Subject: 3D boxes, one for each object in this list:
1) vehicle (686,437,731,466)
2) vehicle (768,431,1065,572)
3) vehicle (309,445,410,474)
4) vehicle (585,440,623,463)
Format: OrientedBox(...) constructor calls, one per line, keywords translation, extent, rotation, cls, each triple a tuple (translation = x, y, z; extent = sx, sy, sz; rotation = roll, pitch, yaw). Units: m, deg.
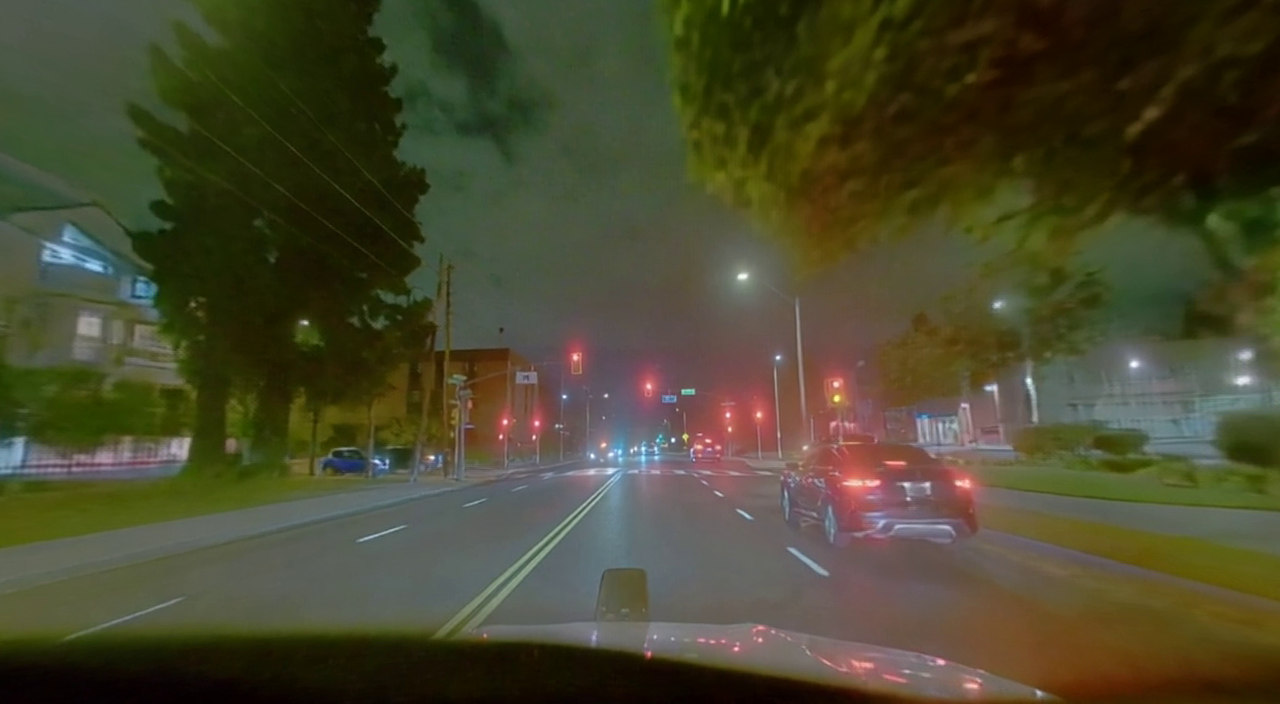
OrientedBox(translation=(3.875, 5.783, 36.562), extent=(2.035, 1.564, 4.719), rotation=(0, -9, -1), cls="vehicle")
OrientedBox(translation=(3.428, 1.963, 9.143), extent=(2.072, 1.471, 4.834), rotation=(0, -9, -1), cls="vehicle")
OrientedBox(translation=(-17.601, 6.748, 39.745), extent=(5.361, 1.767, 2.179), rotation=(-1, -9, 5), cls="vehicle")
OrientedBox(translation=(-2.701, 7.711, 48.936), extent=(2.519, 1.689, 5.200), rotation=(0, -9, 1), cls="vehicle")
